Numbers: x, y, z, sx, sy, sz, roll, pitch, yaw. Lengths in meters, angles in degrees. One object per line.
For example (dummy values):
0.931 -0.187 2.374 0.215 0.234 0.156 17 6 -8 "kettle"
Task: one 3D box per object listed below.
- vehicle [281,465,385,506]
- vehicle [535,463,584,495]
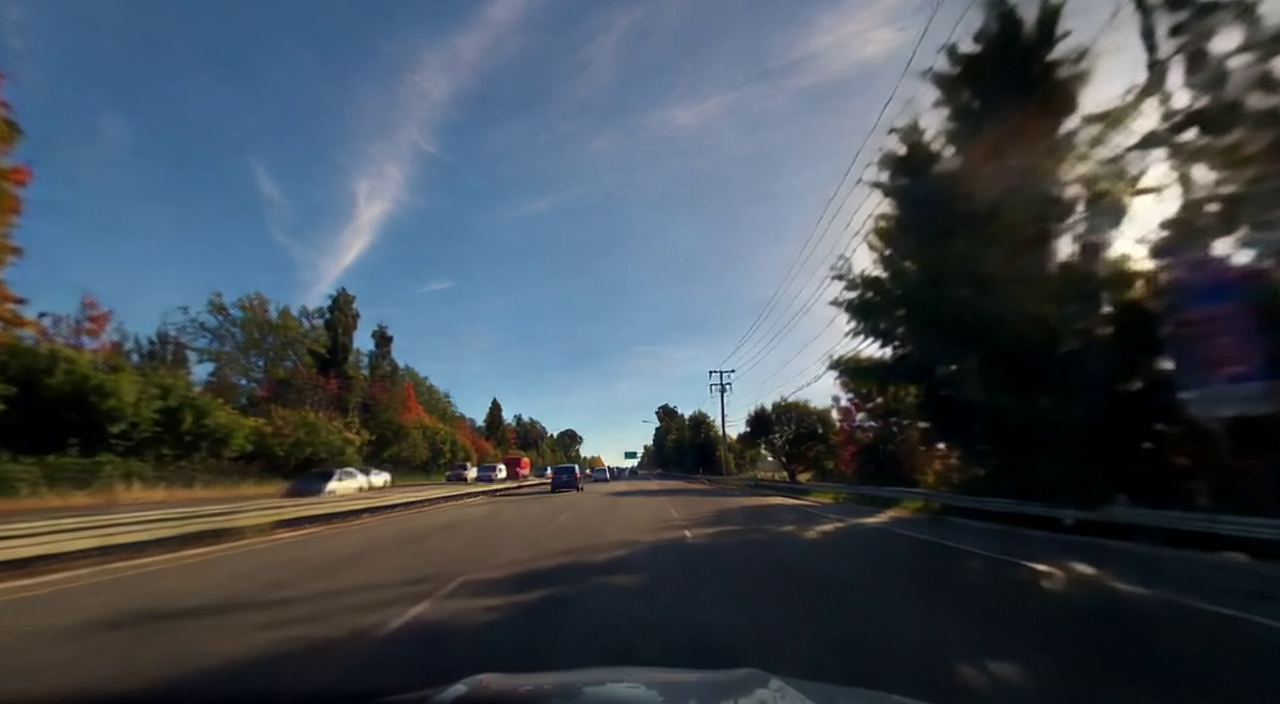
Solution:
-12.399 5.402 25.810 1.968 1.472 4.444 1 -11 0 "vehicle"
-4.128 6.635 33.031 1.963 1.501 4.227 1 -11 1 "vehicle"
